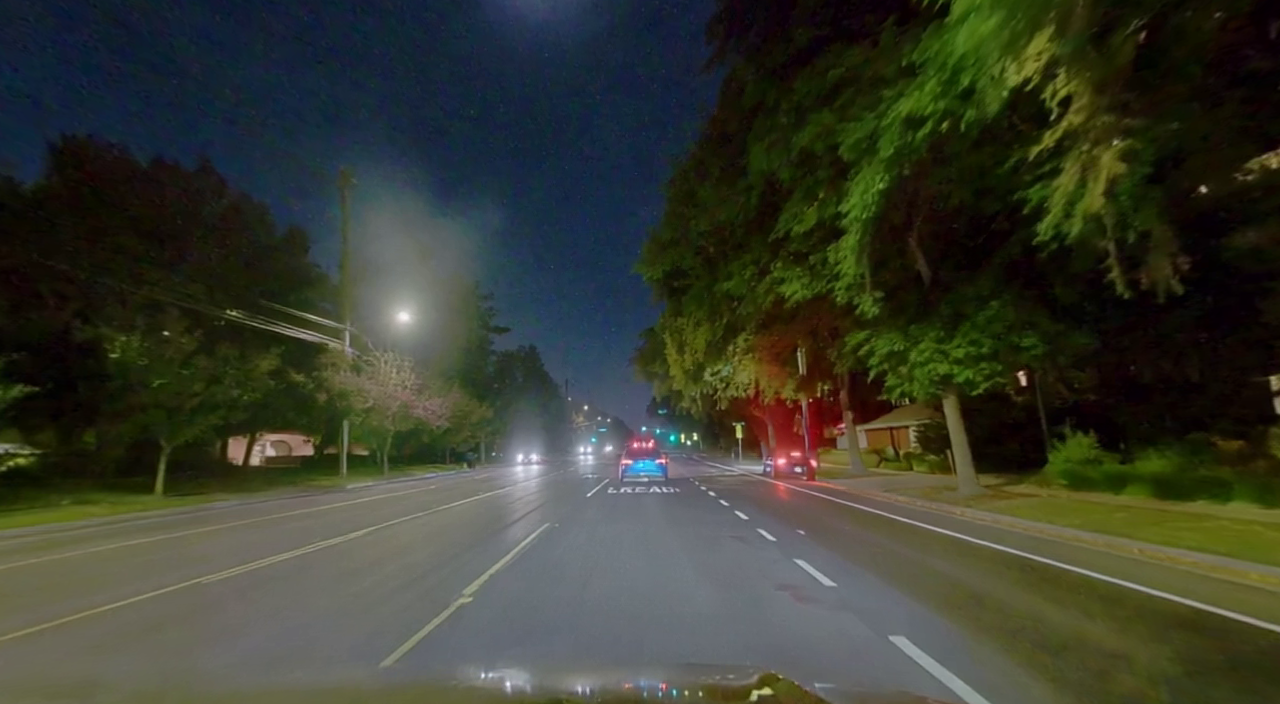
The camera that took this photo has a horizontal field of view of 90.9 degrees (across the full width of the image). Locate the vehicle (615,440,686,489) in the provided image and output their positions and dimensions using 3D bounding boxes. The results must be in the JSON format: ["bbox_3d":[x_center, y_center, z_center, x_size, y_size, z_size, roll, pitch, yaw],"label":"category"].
[{"bbox_3d":[0.326,3.821,21.854,2.158,1.469,4.909,0,-9,0],"label":"vehicle"}]

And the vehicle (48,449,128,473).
[{"bbox_3d":[-39.054,7.687,44.699,1.858,1.621,3.767,-2,-9,12],"label":"vehicle"}]
